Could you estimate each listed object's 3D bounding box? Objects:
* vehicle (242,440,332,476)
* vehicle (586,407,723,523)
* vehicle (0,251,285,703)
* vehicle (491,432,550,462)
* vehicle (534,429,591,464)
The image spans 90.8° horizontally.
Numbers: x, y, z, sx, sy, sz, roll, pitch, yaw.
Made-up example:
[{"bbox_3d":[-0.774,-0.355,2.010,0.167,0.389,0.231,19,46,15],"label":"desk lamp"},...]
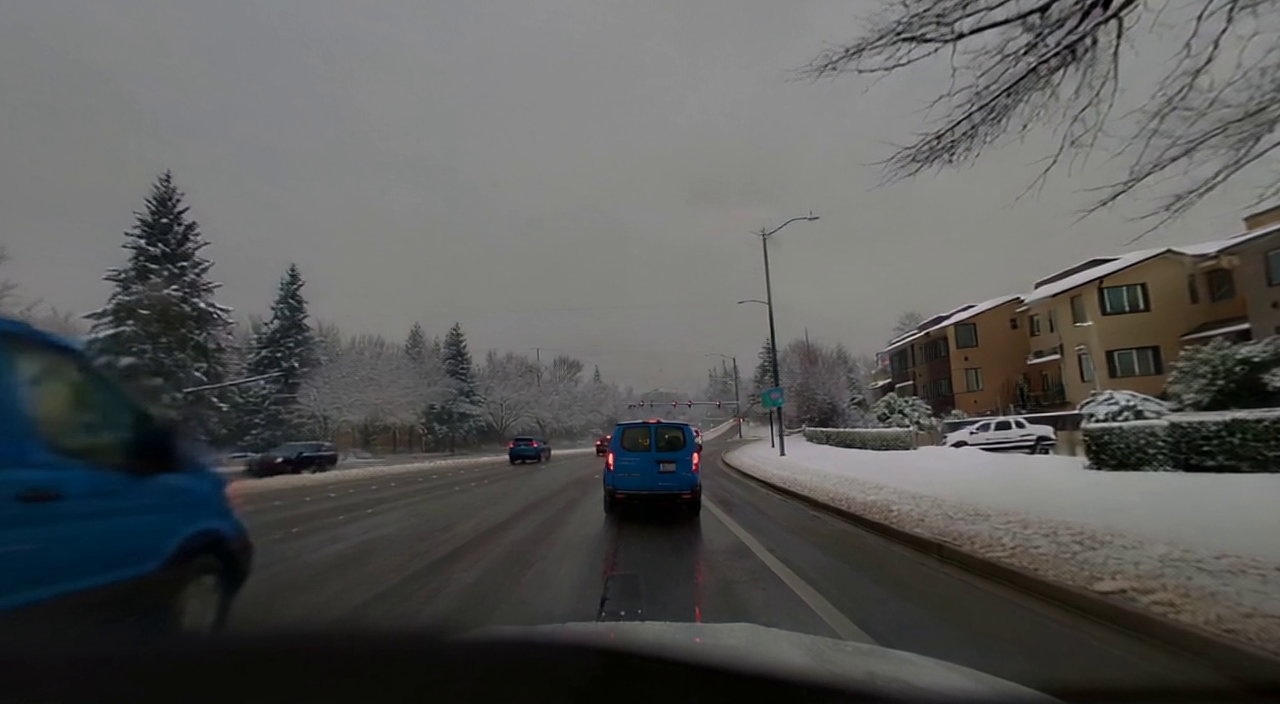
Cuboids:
[{"bbox_3d":[-20.065,6.032,36.202,2.033,1.923,4.658,-1,-9,6],"label":"vehicle"},{"bbox_3d":[0.297,2.111,12.234,2.173,1.830,4.189,0,-8,2],"label":"vehicle"},{"bbox_3d":[-3.717,0.523,1.510,2.486,2.074,5.456,0,-8,1],"label":"vehicle"},{"bbox_3d":[-7.517,6.034,40.344,2.243,1.783,4.600,-2,-8,9],"label":"vehicle"},{"bbox_3d":[-4.478,5.621,37.523,2.154,1.902,4.735,-1,-9,8],"label":"vehicle"}]
